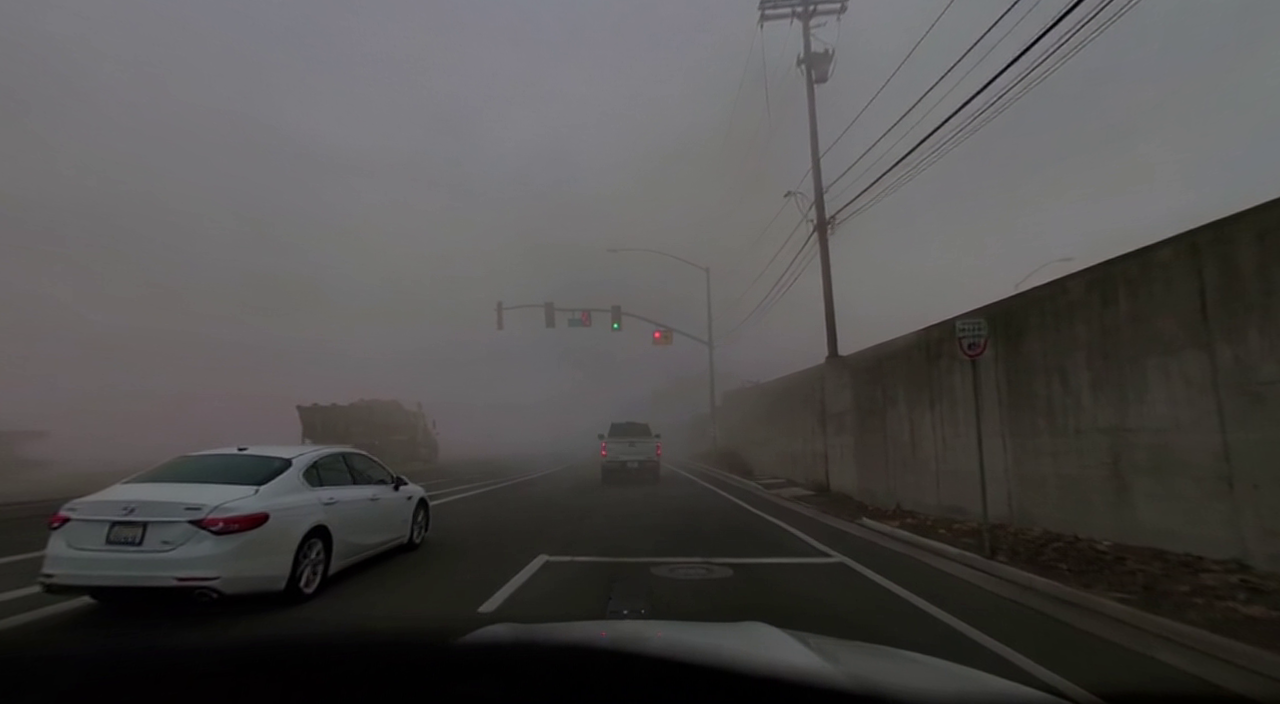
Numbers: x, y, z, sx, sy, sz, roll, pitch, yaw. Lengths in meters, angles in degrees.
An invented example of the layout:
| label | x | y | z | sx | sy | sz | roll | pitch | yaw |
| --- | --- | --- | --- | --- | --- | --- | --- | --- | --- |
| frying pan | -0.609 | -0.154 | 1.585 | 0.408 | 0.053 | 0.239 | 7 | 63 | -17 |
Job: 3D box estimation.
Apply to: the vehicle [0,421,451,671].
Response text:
| label | x | y | z | sx | sy | sz | roll | pitch | yaw |
| --- | --- | --- | --- | --- | --- | --- | --- | --- | --- |
| vehicle | -3.731 | 1.525 | 6.342 | 2.019 | 1.480 | 4.966 | 0 | -8 | 1 |

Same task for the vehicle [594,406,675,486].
| label | x | y | z | sx | sy | sz | roll | pitch | yaw |
| --- | --- | --- | --- | --- | --- | --- | --- | --- | --- |
| vehicle | -0.219 | 3.123 | 21.051 | 2.355 | 2.305 | 5.336 | 0 | -8 | -1 |
